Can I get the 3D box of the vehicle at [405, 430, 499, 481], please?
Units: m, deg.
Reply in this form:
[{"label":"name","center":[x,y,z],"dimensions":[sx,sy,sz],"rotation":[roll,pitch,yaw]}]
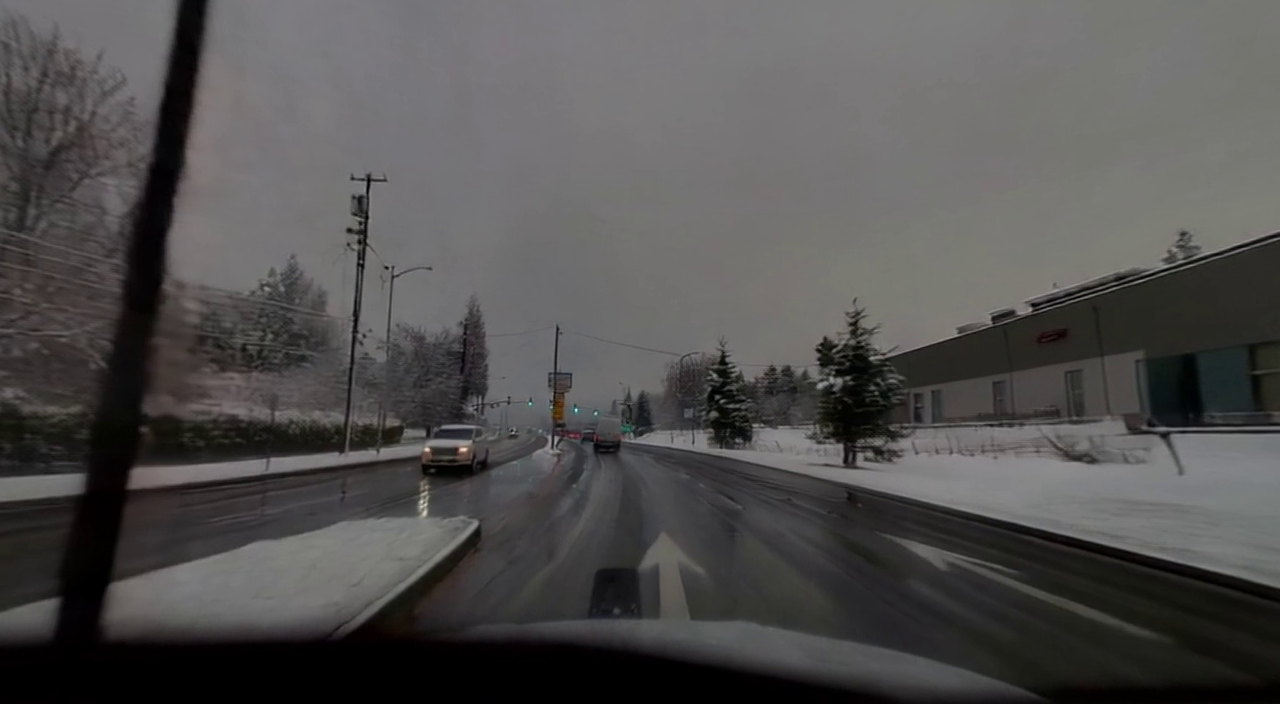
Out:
[{"label":"vehicle","center":[-6.473,3.595,22.205],"dimensions":[2.120,1.610,3.917],"rotation":[0,-8,-1]}]
